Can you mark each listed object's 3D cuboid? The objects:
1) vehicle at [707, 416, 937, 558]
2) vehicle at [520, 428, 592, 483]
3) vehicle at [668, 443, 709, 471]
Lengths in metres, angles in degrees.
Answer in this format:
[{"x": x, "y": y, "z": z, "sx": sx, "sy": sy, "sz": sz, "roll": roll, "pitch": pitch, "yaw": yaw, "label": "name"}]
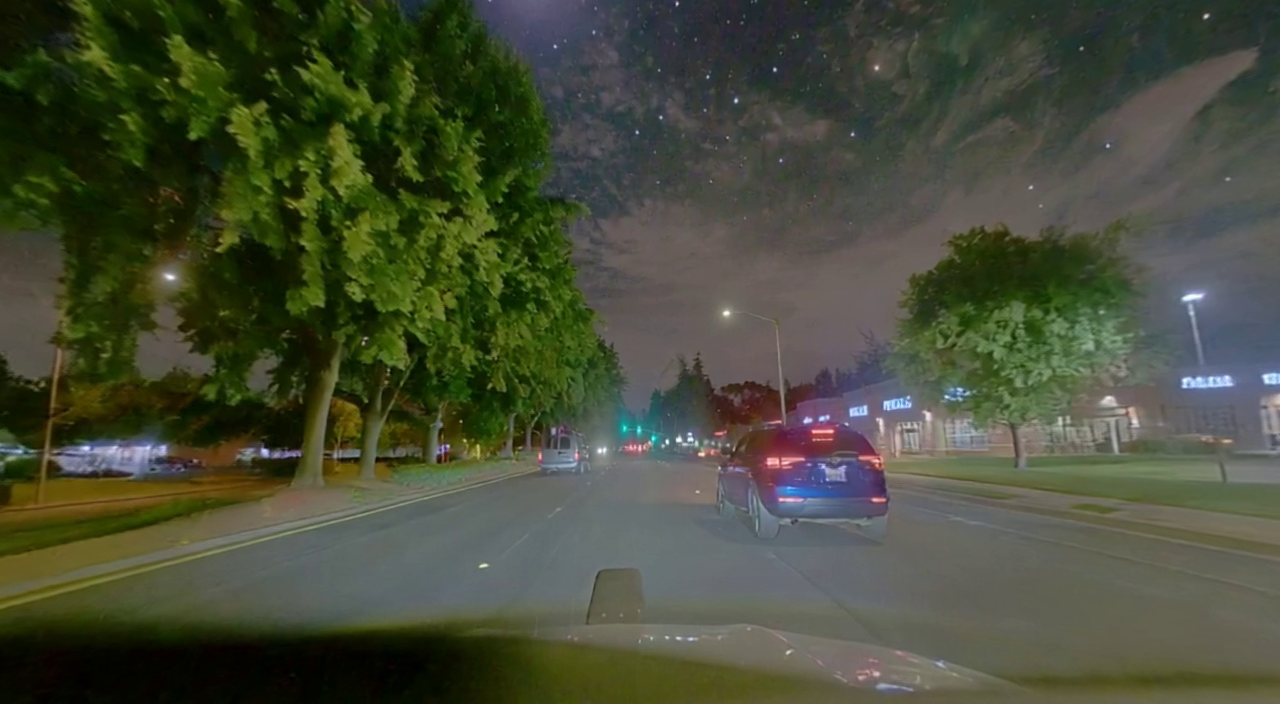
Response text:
[{"x": 2.466, "y": 1.969, "z": 9.915, "sx": 2.168, "sy": 1.725, "sz": 4.192, "roll": 0, "pitch": -9, "yaw": -3, "label": "vehicle"}, {"x": -3.373, "y": 4.334, "z": 26.706, "sx": 2.357, "sy": 2.063, "sz": 5.488, "roll": 0, "pitch": -9, "yaw": -1, "label": "vehicle"}, {"x": 2.799, "y": 6.204, "z": 37.545, "sx": 1.953, "sy": 1.509, "sz": 4.186, "roll": 0, "pitch": -9, "yaw": -2, "label": "vehicle"}]
